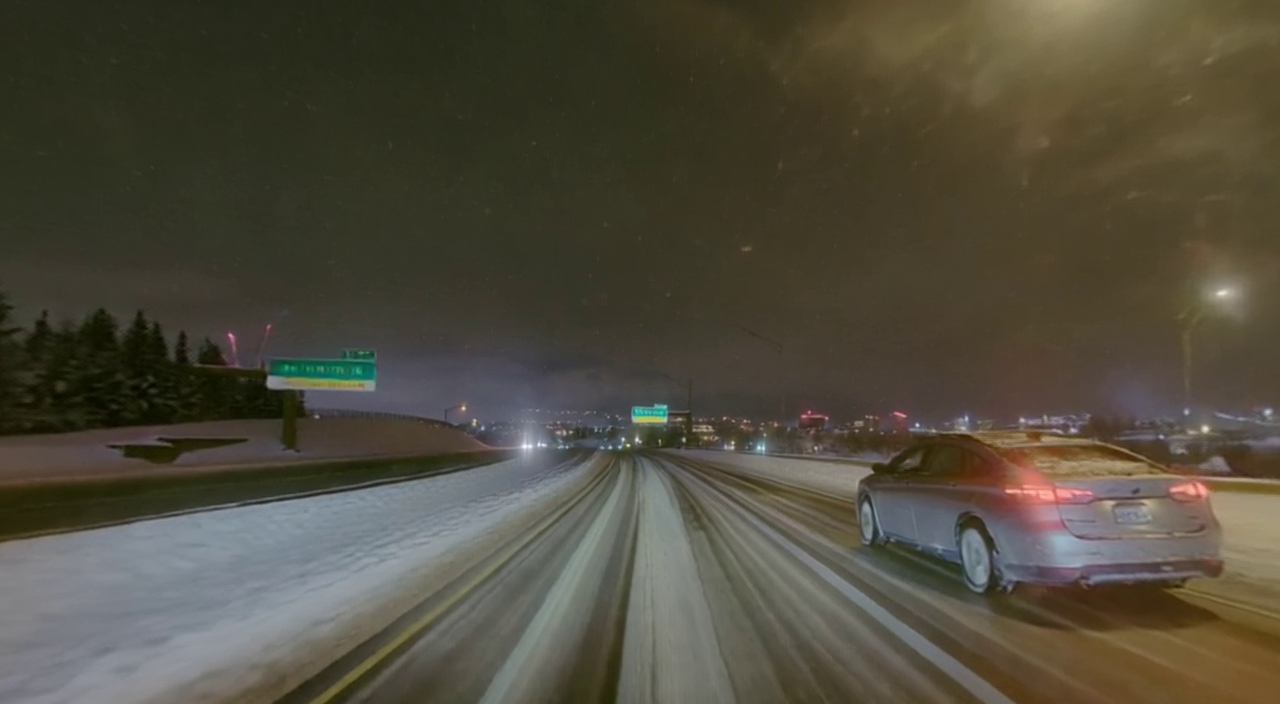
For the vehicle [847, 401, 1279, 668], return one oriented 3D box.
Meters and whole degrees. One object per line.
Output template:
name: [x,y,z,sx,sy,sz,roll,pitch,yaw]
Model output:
vehicle: [3.879,1.429,6.167,2.104,1.575,4.698,0,-8,0]
